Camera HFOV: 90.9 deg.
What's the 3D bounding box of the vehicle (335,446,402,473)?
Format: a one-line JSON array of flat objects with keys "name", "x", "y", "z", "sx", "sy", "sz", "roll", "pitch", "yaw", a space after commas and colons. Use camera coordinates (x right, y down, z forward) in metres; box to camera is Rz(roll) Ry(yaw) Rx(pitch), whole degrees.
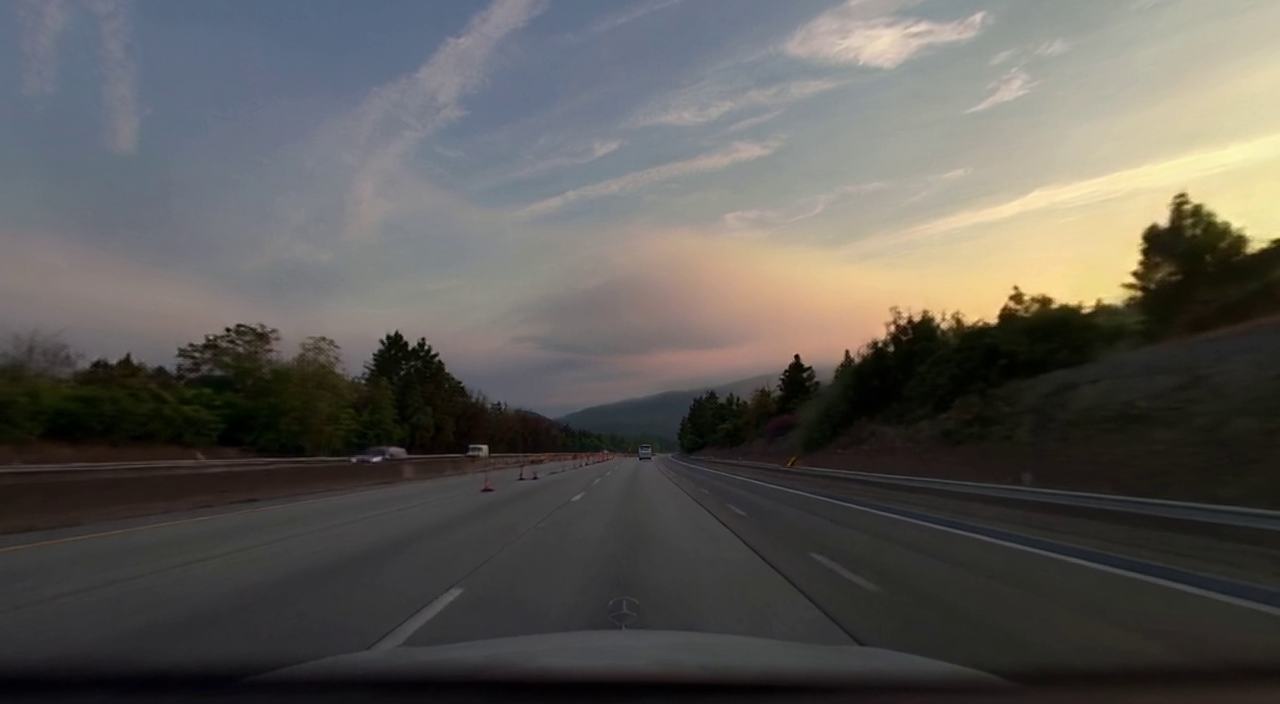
[{"name": "vehicle", "x": -15.906, "y": 6.310, "z": 37.134, "sx": 1.851, "sy": 1.440, "sz": 4.562, "roll": 0, "pitch": -9, "yaw": 1}]
